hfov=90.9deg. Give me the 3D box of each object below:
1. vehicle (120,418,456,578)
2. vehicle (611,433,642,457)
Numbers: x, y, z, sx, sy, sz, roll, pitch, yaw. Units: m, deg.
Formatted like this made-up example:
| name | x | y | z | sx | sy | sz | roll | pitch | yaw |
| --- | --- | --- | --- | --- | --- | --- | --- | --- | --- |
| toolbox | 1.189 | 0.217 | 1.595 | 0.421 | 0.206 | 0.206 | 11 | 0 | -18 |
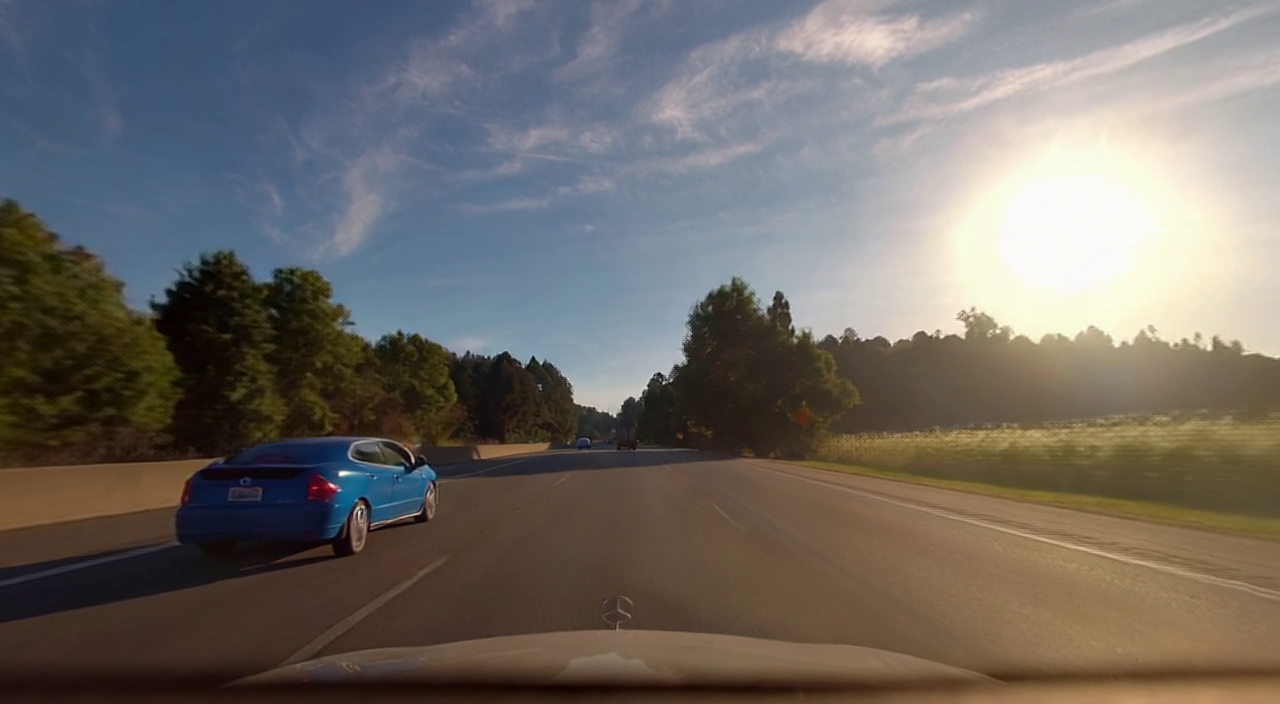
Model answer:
| name | x | y | z | sx | sy | sz | roll | pitch | yaw |
| --- | --- | --- | --- | --- | --- | --- | --- | --- | --- |
| vehicle | -3.910 | 1.655 | 8.014 | 1.931 | 1.483 | 4.105 | 0 | -8 | -1 |
| vehicle | -0.941 | 6.740 | 45.639 | 2.162 | 1.616 | 4.242 | 0 | -8 | 0 |
